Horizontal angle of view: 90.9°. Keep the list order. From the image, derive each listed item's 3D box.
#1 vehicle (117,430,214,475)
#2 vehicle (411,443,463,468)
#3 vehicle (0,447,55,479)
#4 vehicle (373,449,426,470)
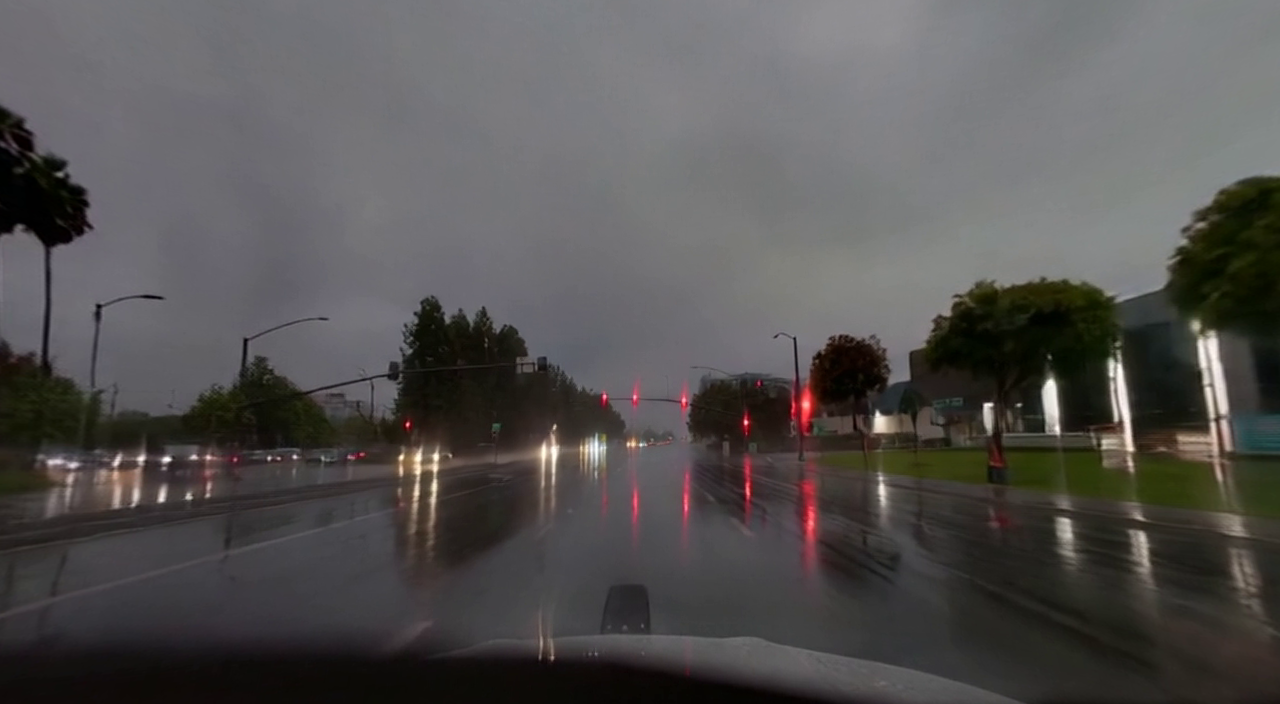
[{"bbox_3d":[-33.002,6.953,43.858,5.761,2.906,2.463,-3,-9,20],"label":"vehicle"},{"bbox_3d":[-14.258,7.283,44.483,2.059,1.648,4.420,0,-8,2],"label":"vehicle"},{"bbox_3d":[-37.124,6.417,36.586,4.272,1.729,2.017,0,-8,2],"label":"vehicle"},{"bbox_3d":[-17.683,7.878,46.537,2.077,1.417,4.422,0,-8,1],"label":"vehicle"}]
